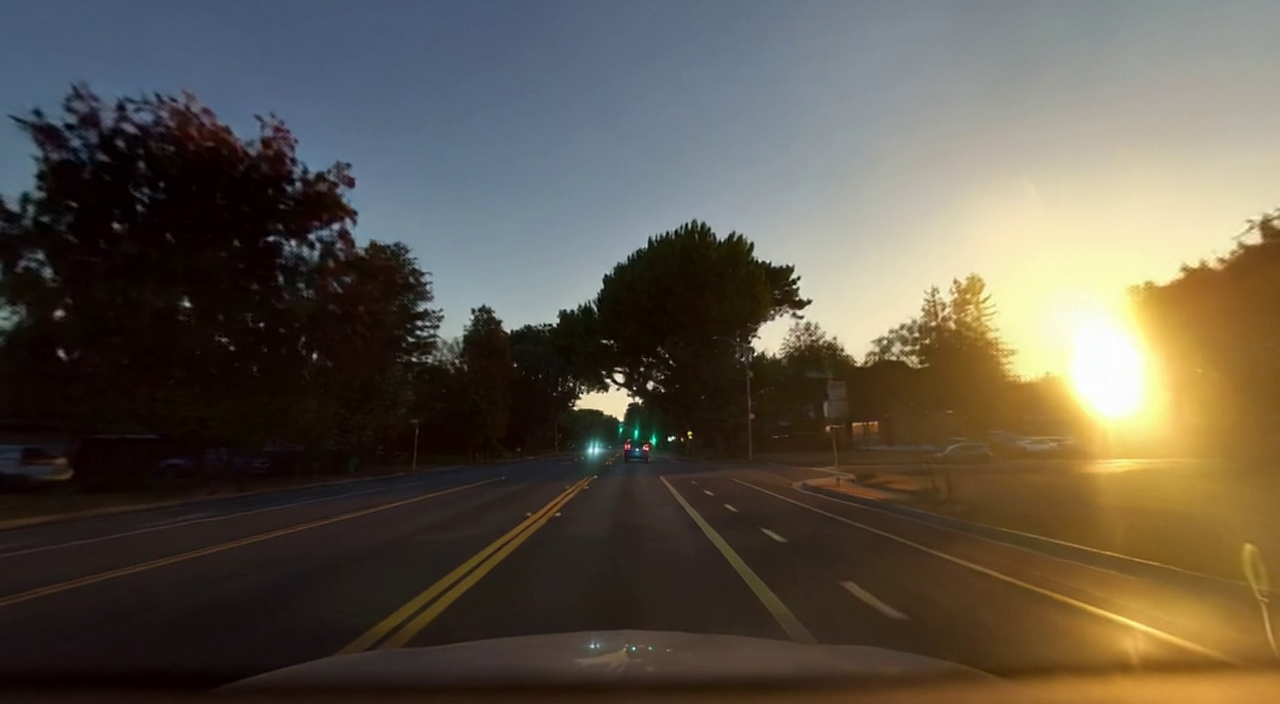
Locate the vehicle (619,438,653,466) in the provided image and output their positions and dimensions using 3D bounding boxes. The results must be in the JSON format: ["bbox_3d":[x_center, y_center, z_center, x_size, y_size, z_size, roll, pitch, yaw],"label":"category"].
[{"bbox_3d":[-0.253,6.835,43.469,2.230,1.827,4.298,0,-8,0],"label":"vehicle"}]

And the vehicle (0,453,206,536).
[{"bbox_3d":[-12.279,3.025,14.048,2.090,1.478,4.376,0,-8,0],"label":"vehicle"}]

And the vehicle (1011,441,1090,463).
[{"bbox_3d":[28.591,6.943,44.050,4.359,1.479,1.890,1,-9,-7],"label":"vehicle"}]

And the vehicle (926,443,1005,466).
[{"bbox_3d":[22.193,6.968,43.167,4.218,1.505,2.169,1,-9,-8],"label":"vehicle"}]

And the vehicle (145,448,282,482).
[{"bbox_3d":[-19.879,5.245,29.600,4.818,1.506,2.289,-1,-8,4],"label":"vehicle"}]
